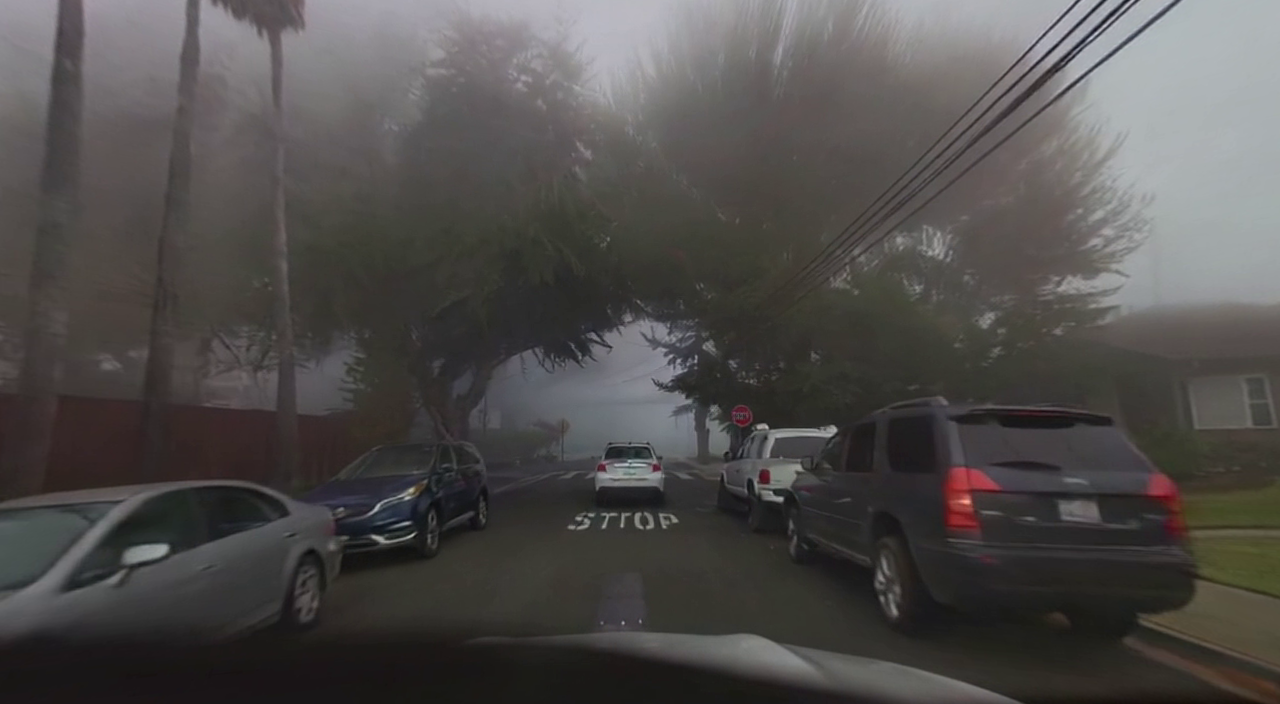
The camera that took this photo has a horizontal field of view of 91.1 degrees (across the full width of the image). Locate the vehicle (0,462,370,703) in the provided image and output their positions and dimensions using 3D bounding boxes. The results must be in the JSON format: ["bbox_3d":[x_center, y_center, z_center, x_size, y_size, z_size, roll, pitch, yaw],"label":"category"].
[{"bbox_3d":[-3.357,1.386,3.850,1.728,1.305,3.805,0,-8,0],"label":"vehicle"}]

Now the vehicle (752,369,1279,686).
[{"bbox_3d":[2.530,1.271,5.766,2.136,1.650,4.837,0,-8,0],"label":"vehicle"}]

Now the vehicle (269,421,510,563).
[{"bbox_3d":[-3.393,1.964,9.526,1.965,1.657,4.104,0,-8,0],"label":"vehicle"}]

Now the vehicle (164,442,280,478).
[{"bbox_3d":[-20.972,5.431,31.634,4.557,1.618,1.846,-2,-9,2],"label":"vehicle"}]

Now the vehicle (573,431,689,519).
[{"bbox_3d":[-0.171,2.441,12.973,2.010,1.499,4.107,0,-9,0],"label":"vehicle"}]
